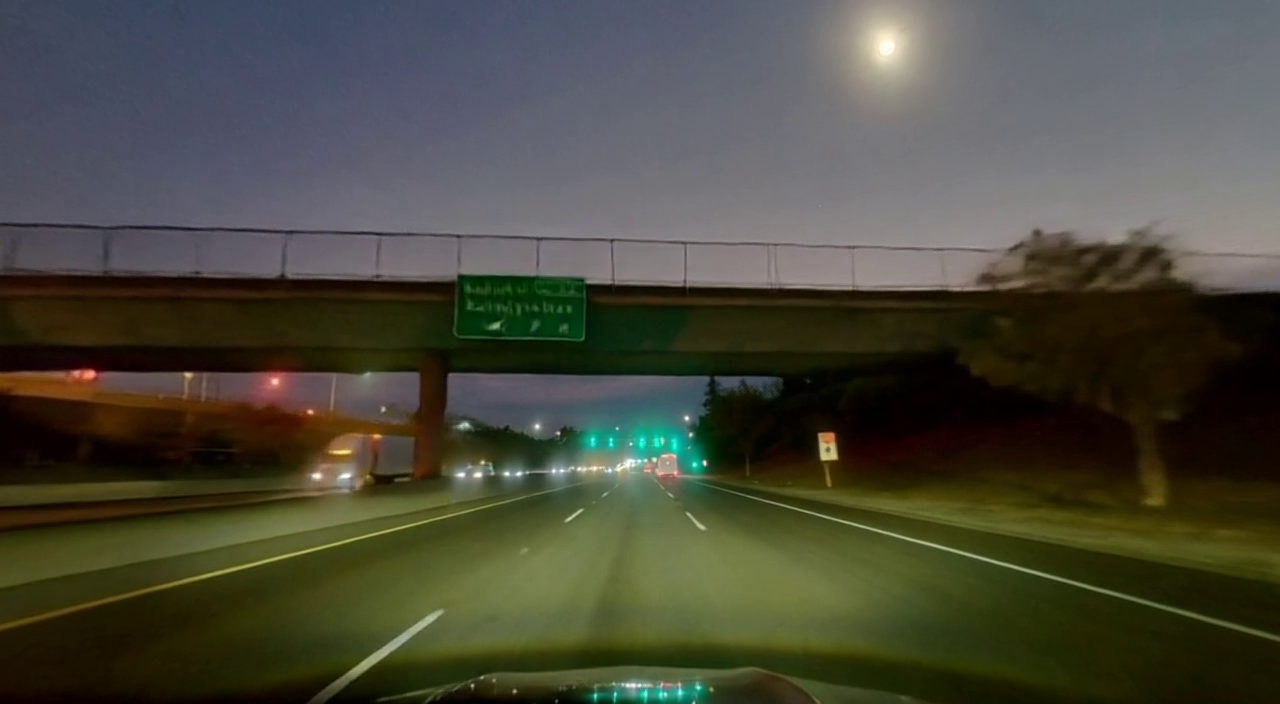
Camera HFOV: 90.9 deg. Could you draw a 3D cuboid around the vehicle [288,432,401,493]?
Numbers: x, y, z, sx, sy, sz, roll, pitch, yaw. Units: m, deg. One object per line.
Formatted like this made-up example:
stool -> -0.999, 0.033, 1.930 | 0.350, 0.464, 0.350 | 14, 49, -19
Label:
vehicle -> -19.680, 7.532, 42.839 | 2.909, 3.656, 9.268 | 1, -10, 1
